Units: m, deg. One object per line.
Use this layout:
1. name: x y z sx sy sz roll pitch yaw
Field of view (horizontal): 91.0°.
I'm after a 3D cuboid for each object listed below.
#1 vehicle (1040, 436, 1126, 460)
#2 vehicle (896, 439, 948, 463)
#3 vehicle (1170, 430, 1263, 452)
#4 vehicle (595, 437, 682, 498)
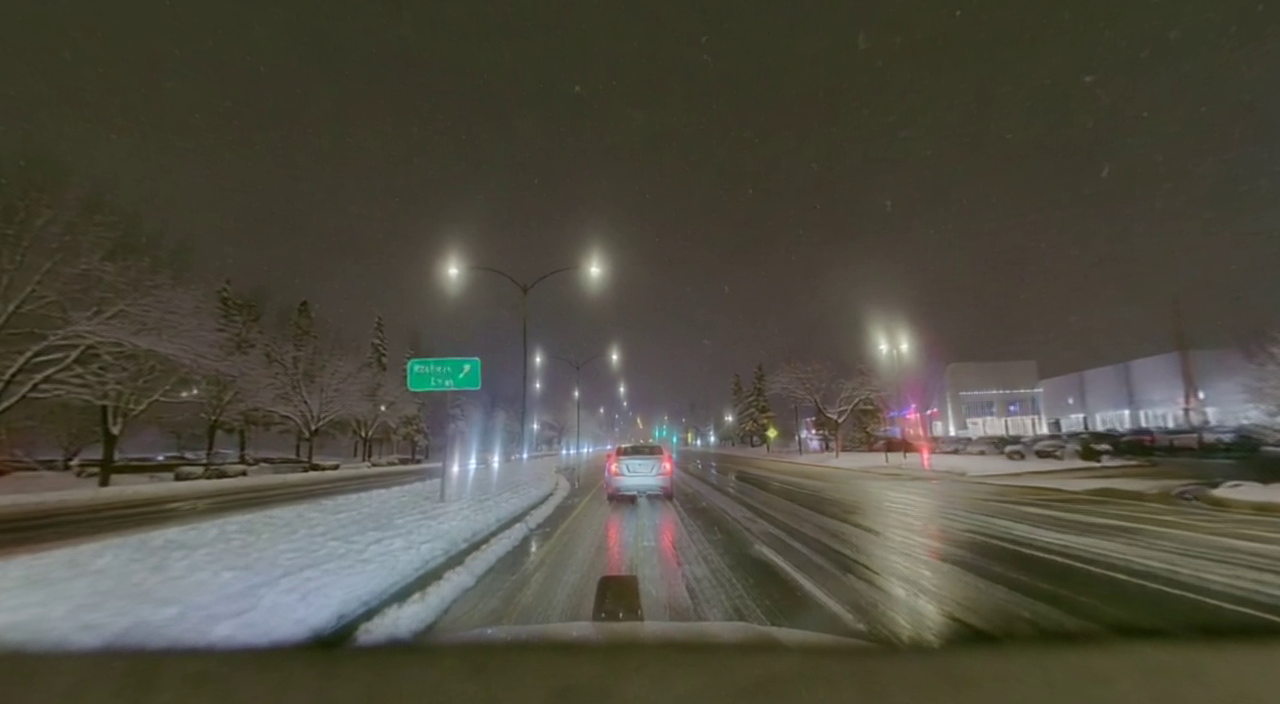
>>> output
1. vehicle: 32.199 6.946 45.816 4.711 1.670 1.950 0 -8 1
2. vehicle: 22.311 7.836 49.952 2.038 1.673 4.389 -2 -8 0
3. vehicle: 39.259 6.075 42.957 4.345 1.463 1.933 0 -8 2
4. vehicle: -0.073 3.141 17.535 2.126 1.475 3.967 0 -8 -1
